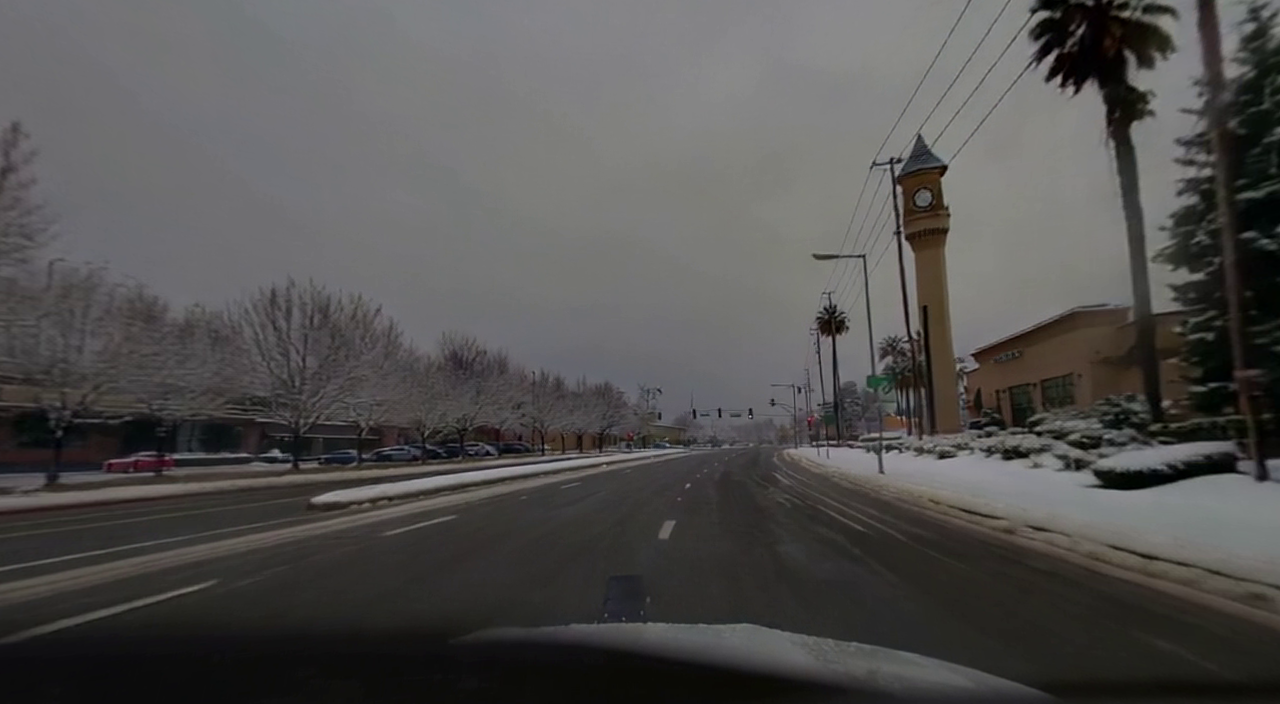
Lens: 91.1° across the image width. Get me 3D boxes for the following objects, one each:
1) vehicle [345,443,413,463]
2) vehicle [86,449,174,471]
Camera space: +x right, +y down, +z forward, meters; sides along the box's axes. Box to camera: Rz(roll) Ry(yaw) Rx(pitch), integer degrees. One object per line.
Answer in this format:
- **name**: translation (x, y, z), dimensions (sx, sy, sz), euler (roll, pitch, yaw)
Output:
- **vehicle**: translation (-20.449, 7.927, 49.288), dimensions (4.440, 1.541, 1.851), euler (-1, -9, 4)
- **vehicle**: translation (-35.183, 7.436, 43.359), dimensions (4.525, 1.492, 1.950), euler (-1, -9, 7)
